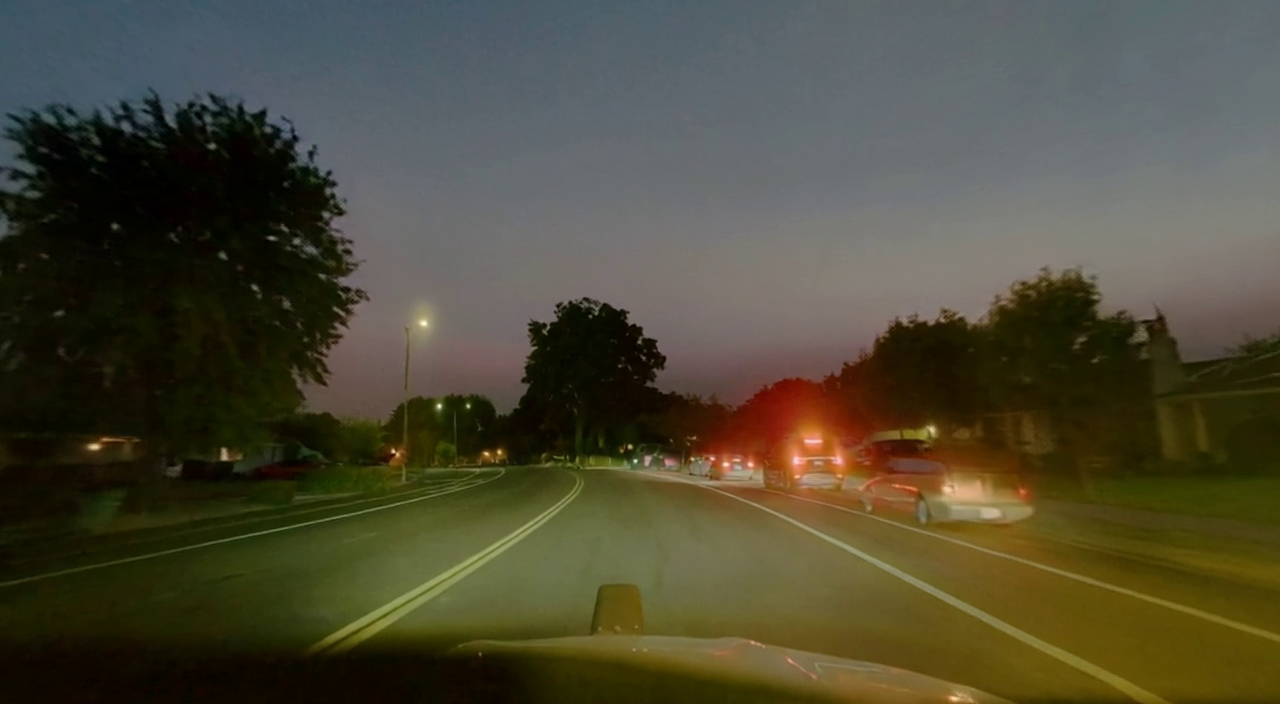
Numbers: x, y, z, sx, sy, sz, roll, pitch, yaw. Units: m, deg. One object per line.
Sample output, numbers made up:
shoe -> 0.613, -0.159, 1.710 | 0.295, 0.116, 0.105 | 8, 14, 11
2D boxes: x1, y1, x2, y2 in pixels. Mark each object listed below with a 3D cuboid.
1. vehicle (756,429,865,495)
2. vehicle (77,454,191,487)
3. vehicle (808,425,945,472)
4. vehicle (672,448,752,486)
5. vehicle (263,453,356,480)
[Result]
vehicle -> 6.016, 3.952, 23.095 | 2.305, 2.111, 4.965 | 0, -8, -3
vehicle -> -25.944, 6.066, 32.533 | 3.977, 1.501, 2.143 | 0, -8, -6
vehicle -> 13.350, 5.575, 36.169 | 6.635, 2.414, 2.896 | -1, -12, 4
vehicle -> 3.592, 5.900, 32.803 | 2.713, 1.671, 4.939 | 1, -8, -11
vehicle -> -19.816, 6.842, 38.064 | 4.502, 1.511, 1.939 | 2, -9, -12
